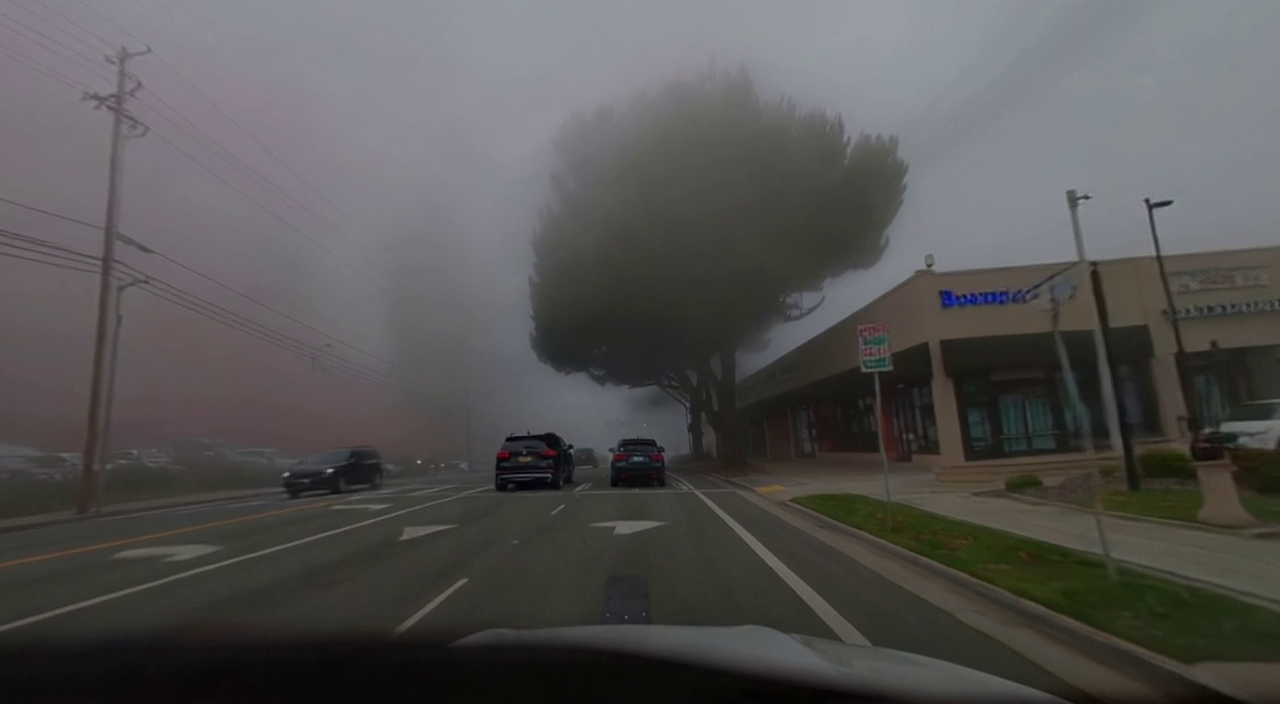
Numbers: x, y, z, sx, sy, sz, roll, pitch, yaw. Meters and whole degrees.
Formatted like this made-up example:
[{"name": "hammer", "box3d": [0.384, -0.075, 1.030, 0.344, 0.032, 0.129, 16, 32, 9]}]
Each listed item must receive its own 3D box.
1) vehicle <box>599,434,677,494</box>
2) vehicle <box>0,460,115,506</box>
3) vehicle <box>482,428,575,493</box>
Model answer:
[{"name": "vehicle", "box3d": [-0.056, 3.358, 19.248, 2.108, 1.612, 4.246, 0, -8, 0]}, {"name": "vehicle", "box3d": [-23.328, 4.990, 24.359, 1.862, 1.468, 4.708, 0, -8, 3]}, {"name": "vehicle", "box3d": [-3.498, 3.524, 20.950, 2.064, 1.859, 5.154, 0, -8, 1]}]
